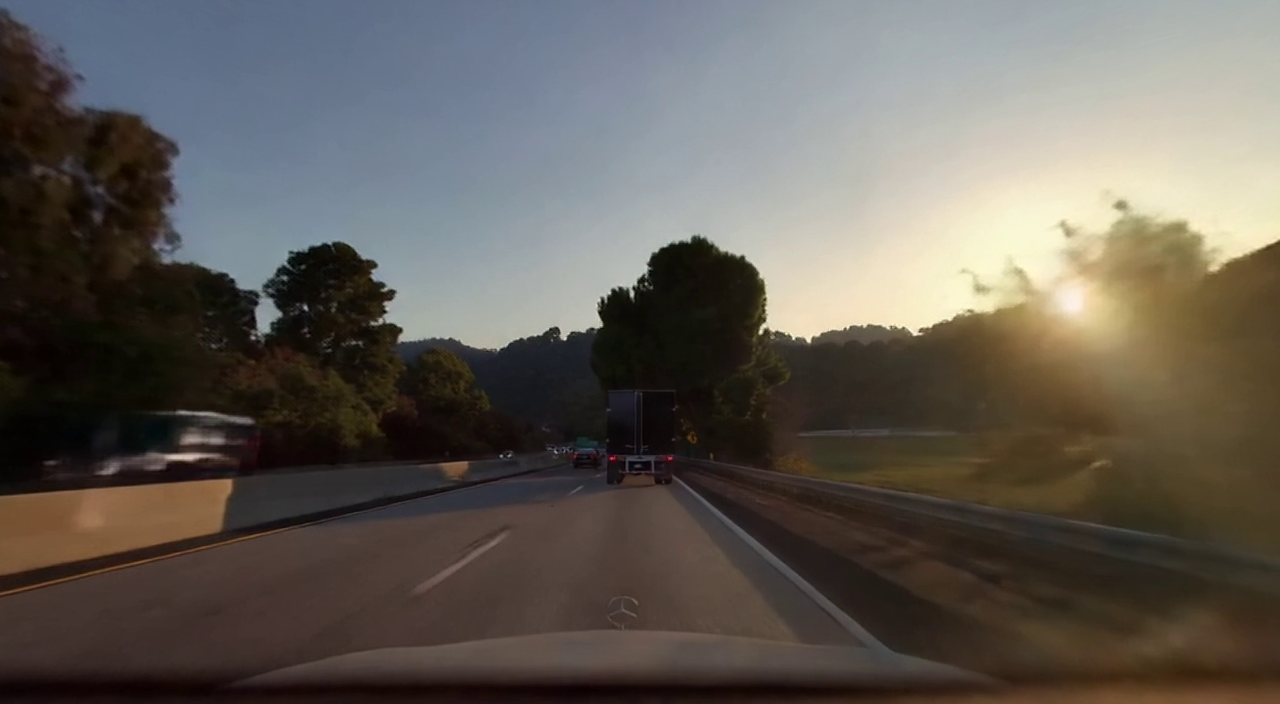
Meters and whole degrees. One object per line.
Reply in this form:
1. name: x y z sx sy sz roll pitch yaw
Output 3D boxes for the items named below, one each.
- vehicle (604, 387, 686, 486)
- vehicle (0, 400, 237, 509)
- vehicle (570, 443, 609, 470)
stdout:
1. vehicle: 0.079 3.712 27.111 2.913 3.530 8.648 0 -9 -1
2. vehicle: -15.078 3.010 18.678 2.288 2.708 5.765 0 -9 0
3. vehicle: -3.346 7.029 42.458 2.160 1.661 4.388 0 -9 1
